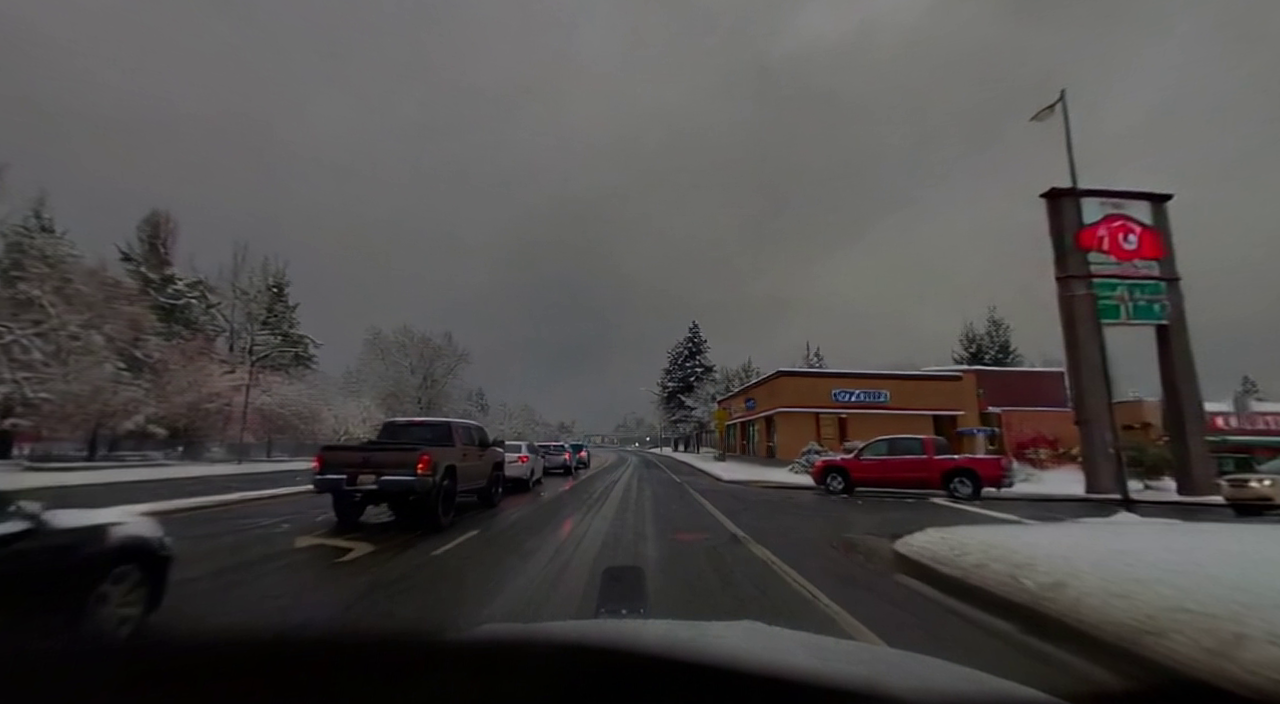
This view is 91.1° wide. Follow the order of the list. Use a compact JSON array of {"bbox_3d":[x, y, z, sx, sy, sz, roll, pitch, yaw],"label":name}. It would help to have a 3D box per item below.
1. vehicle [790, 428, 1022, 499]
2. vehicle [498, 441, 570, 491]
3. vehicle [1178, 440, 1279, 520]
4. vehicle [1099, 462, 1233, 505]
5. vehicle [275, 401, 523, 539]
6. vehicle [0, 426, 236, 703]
[{"bbox_3d":[6.429,2.812,15.755,4.813,1.622,2.110,-1,-11,4],"label":"vehicle"},{"bbox_3d":[-4.291,4.669,26.127,2.129,1.855,4.414,0,-8,1],"label":"vehicle"},{"bbox_3d":[16.940,3.266,15.554,5.120,1.817,2.154,3,-8,4],"label":"vehicle"},{"bbox_3d":[20.309,5.070,24.473,1.646,1.418,3.910,1,-8,-3],"label":"vehicle"},{"bbox_3d":[-4.340,2.293,12.937,2.664,2.122,6.124,0,-8,0],"label":"vehicle"},{"bbox_3d":[-4.188,1.025,2.641,2.113,1.446,4.309,0,-8,0],"label":"vehicle"}]
